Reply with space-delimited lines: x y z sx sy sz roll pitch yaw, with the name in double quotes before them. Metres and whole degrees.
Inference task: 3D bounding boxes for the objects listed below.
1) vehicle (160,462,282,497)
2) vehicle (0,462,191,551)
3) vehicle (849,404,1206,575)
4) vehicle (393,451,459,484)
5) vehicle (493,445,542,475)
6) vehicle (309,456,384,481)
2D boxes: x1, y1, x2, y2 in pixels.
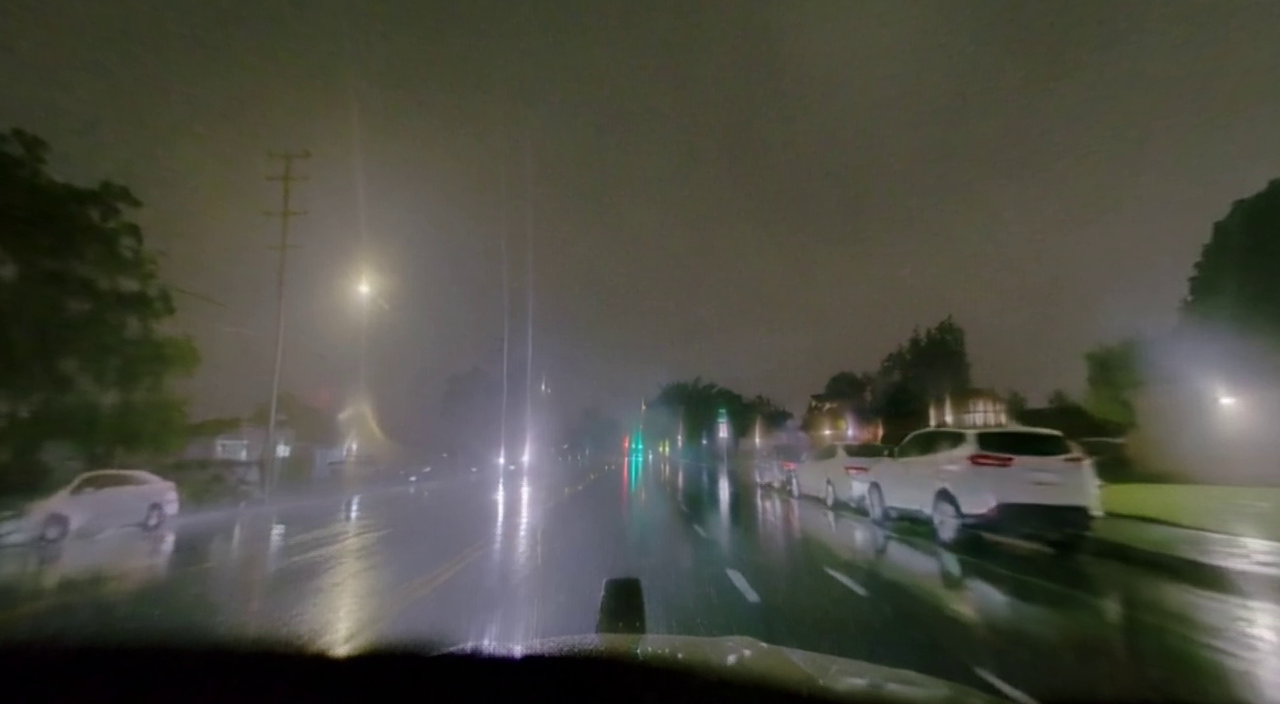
"vehicle" -19.521 5.944 29.550 4.367 1.480 1.903 0 -9 2
"vehicle" -12.541 3.364 13.996 1.972 1.475 4.503 -7 -8 -1
"vehicle" 4.669 1.731 8.750 1.919 1.698 4.747 0 -9 0
"vehicle" -12.702 6.853 37.908 2.128 1.768 5.306 0 -9 0
"vehicle" -7.600 6.719 39.640 2.092 1.741 4.559 0 -9 1
"vehicle" -20.980 8.322 45.289 4.340 1.727 2.048 -1 -9 2
